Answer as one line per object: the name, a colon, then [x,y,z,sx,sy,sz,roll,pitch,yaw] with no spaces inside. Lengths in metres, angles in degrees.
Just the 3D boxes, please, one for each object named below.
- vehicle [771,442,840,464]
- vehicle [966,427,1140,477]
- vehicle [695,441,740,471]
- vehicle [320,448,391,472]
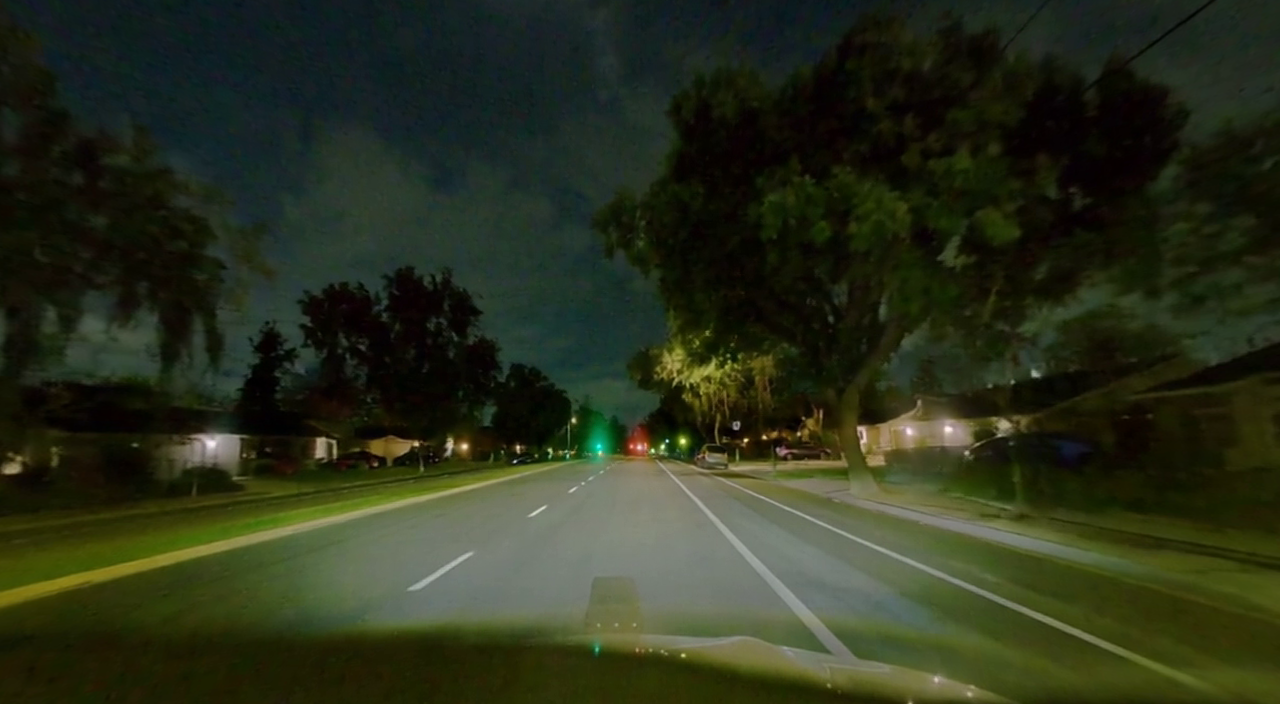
vehicle: [12.106,7.428,46.437,4.577,1.490,1.903,0,-7,0]
vehicle: [13.940,3.386,21.517,4.570,1.502,1.877,-1,-7,-1]
vehicle: [4.882,6.632,40.661,2.196,1.801,4.778,0,-8,-1]
vehicle: [-21.067,8.000,46.907,4.272,1.688,1.990,0,-8,-2]
